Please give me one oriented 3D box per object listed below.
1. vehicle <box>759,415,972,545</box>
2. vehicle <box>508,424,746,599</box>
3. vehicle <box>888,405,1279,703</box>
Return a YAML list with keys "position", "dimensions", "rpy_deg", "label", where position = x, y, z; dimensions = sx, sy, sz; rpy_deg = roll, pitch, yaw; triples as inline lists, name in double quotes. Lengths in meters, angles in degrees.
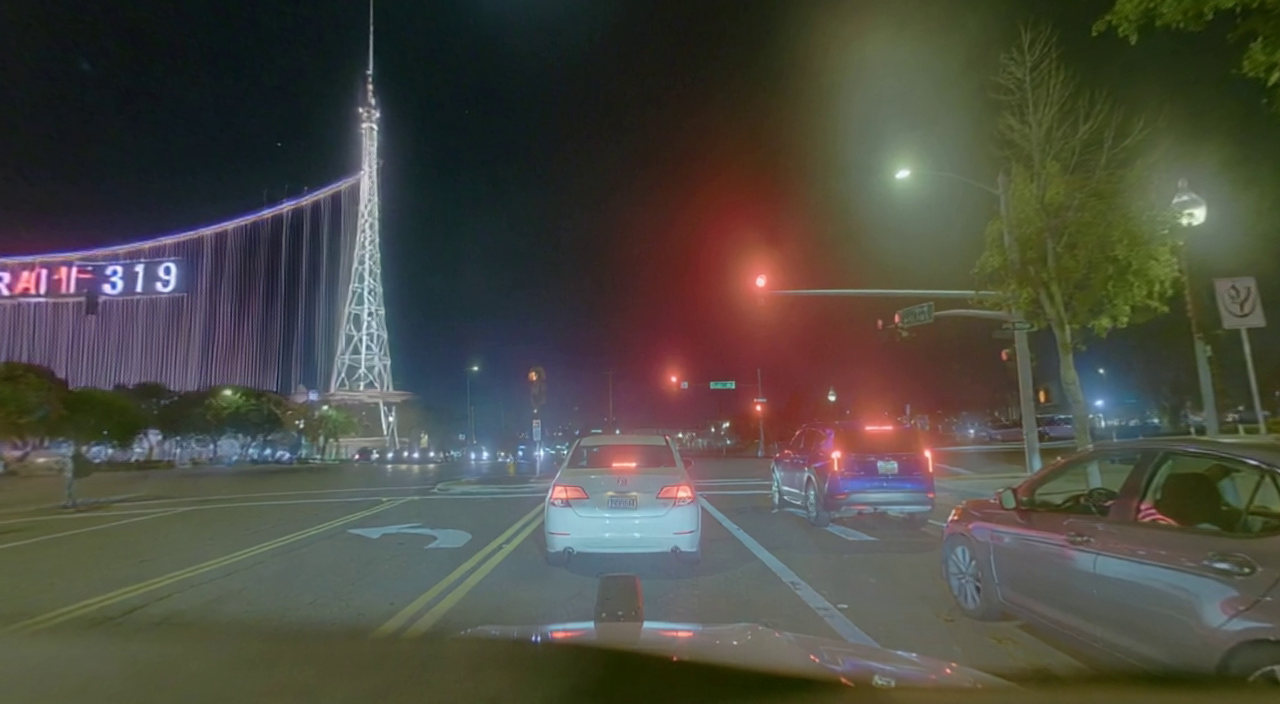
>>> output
- position: [3.506, 2.085, 10.952]
  dimensions: [1.978, 1.738, 4.599]
  rpy_deg: [0, -8, 0]
  label: "vehicle"
- position: [-0.119, 1.694, 7.521]
  dimensions: [2.096, 1.521, 3.747]
  rpy_deg: [0, -8, 0]
  label: "vehicle"
- position: [3.375, 1.172, 3.993]
  dimensions: [1.833, 1.465, 4.258]
  rpy_deg: [0, -8, -1]
  label: "vehicle"
